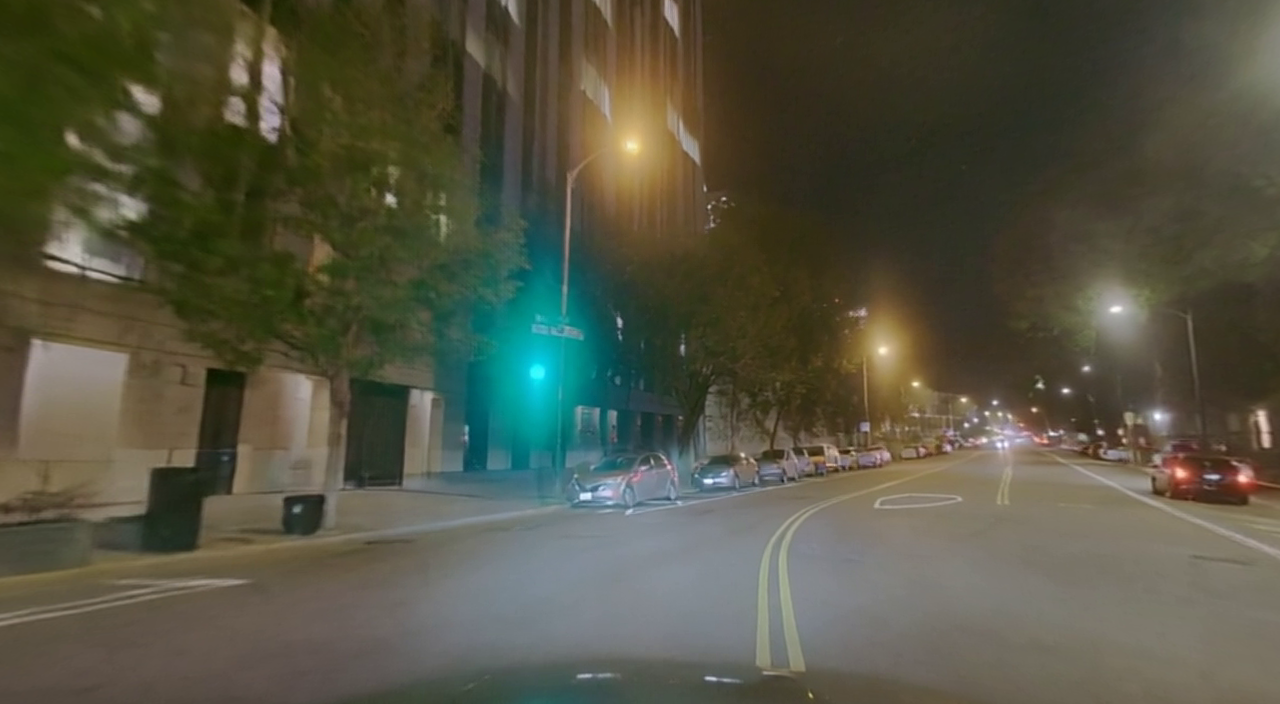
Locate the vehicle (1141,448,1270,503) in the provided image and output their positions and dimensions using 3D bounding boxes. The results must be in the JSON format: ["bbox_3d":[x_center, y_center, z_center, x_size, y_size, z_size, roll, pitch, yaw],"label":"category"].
[{"bbox_3d":[18.654,4.017,21.078,2.148,1.488,4.508,-2,-8,28],"label":"vehicle"}]

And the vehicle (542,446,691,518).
[{"bbox_3d":[-0.458,3.316,16.701,1.922,1.628,4.291,-5,-10,30],"label":"vehicle"}]

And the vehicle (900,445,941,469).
[{"bbox_3d":[18.580,6.920,41.649,1.852,1.465,4.092,-5,-10,31],"label":"vehicle"}]

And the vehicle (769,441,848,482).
[{"bbox_3d":[8.403,5.341,31.077,2.171,1.816,5.274,-6,-10,33],"label":"vehicle"}]

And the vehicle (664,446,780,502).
[{"bbox_3d":[2.918,4.052,21.566,2.179,1.658,4.765,-5,-10,31],"label":"vehicle"}]
